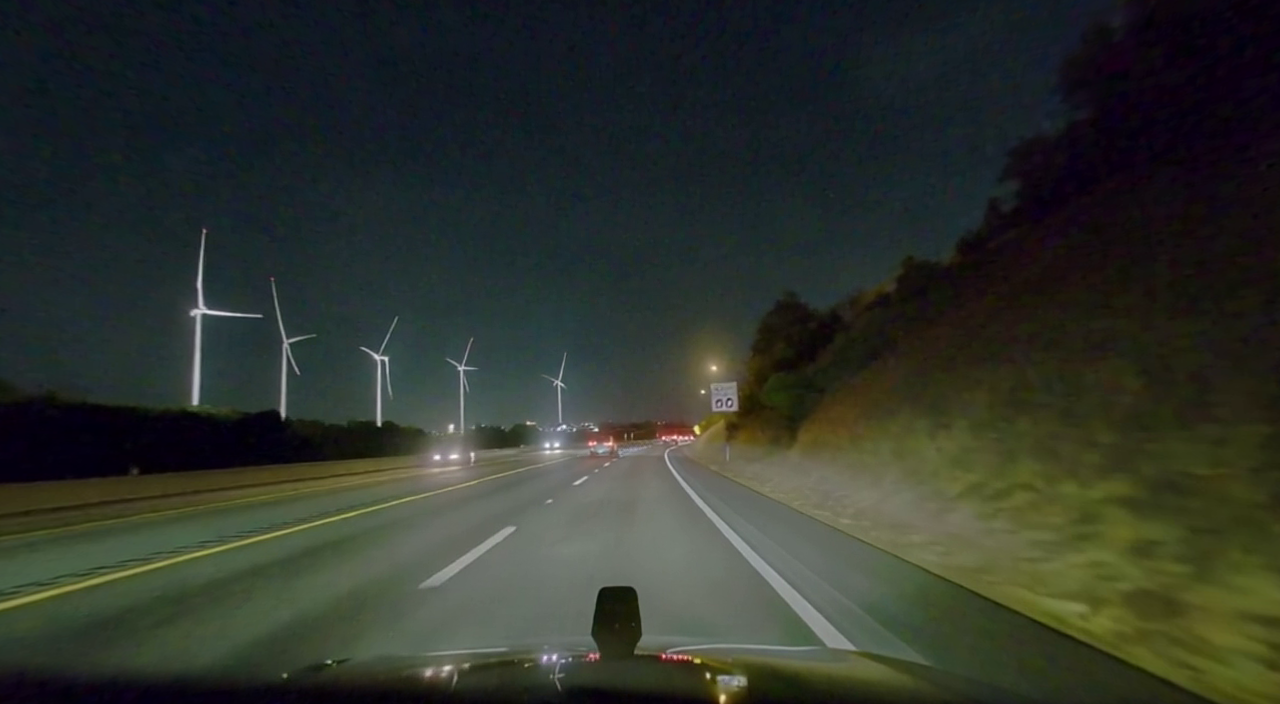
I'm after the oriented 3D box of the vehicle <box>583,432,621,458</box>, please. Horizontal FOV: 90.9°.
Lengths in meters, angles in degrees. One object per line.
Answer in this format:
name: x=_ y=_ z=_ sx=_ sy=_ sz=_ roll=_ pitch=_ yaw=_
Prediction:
vehicle: x=-2.494 y=6.223 z=42.272 sx=2.123 sy=1.629 sz=4.180 roll=0 pitch=-8 yaw=2
